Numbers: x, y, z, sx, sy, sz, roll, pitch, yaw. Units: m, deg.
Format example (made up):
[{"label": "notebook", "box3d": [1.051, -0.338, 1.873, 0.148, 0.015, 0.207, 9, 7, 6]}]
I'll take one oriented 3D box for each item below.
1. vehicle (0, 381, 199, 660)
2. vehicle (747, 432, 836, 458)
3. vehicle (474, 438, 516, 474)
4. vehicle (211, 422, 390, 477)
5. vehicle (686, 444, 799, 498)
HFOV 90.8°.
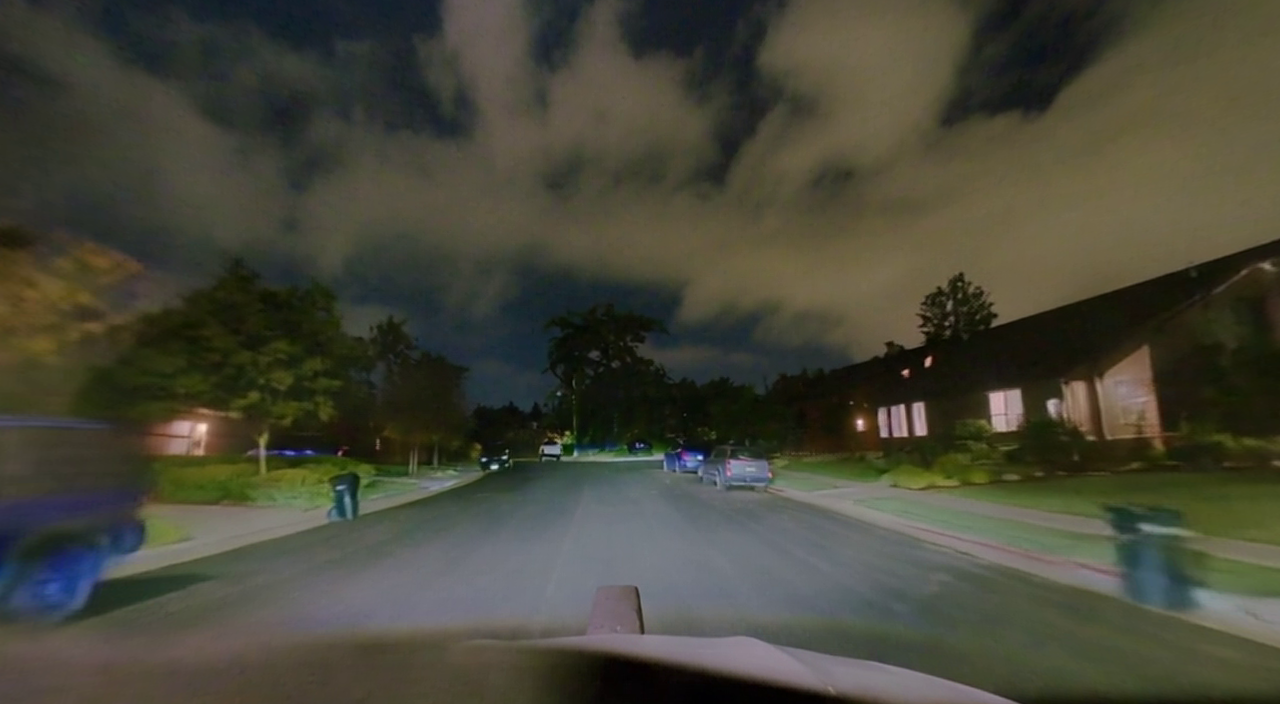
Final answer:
[{"label": "vehicle", "box3d": [-5.375, 1.046, 3.735, 2.215, 1.859, 4.765, 1, -8, -3]}, {"label": "vehicle", "box3d": [9.154, 5.649, 38.285, 4.940, 1.477, 2.015, 3, -8, -21]}, {"label": "vehicle", "box3d": [-8.242, 5.842, 35.734, 1.976, 1.855, 4.299, 3, -8, -16]}, {"label": "vehicle", "box3d": [-13.736, 3.988, 26.094, 6.197, 1.824, 2.113, 0, -9, -19]}, {"label": "vehicle", "box3d": [3.016, 3.631, 19.831, 1.984, 1.437, 4.726, 0, -8, -11]}]
